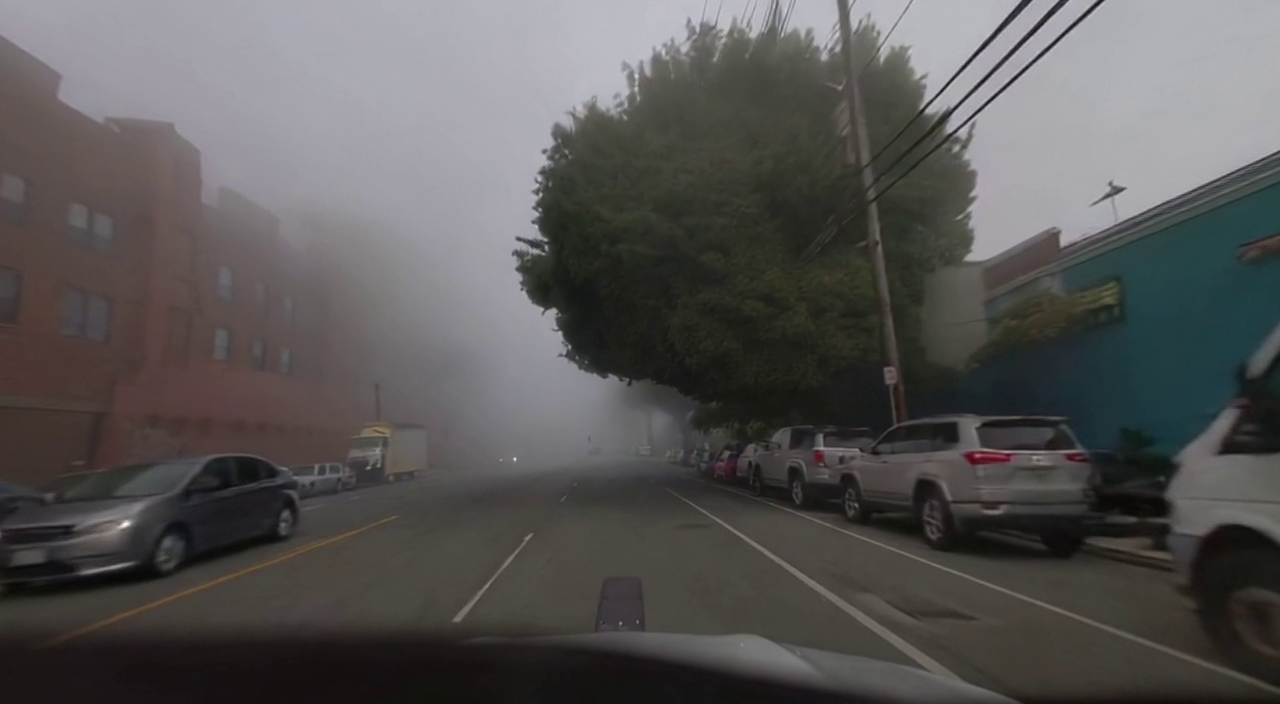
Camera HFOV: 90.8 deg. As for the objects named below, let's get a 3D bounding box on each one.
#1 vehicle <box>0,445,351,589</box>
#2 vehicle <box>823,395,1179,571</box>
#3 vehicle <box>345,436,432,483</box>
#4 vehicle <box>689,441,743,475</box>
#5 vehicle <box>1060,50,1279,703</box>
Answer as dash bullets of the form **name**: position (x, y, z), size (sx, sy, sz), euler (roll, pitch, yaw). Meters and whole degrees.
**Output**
- **vehicle**: position (-5.986, 2.063, 8.912), size (1.925, 1.479, 4.444), euler (0, -8, -3)
- **vehicle**: position (4.499, 1.727, 9.171), size (1.897, 1.804, 5.164), euler (0, -8, -3)
- **vehicle**: position (-12.545, 5.430, 31.955), size (2.236, 2.057, 5.416), euler (-2, -10, -1)
- **vehicle**: position (3.540, 4.988, 29.995), size (1.805, 1.504, 4.089), euler (0, -8, -4)
- **vehicle**: position (4.666, -0.214, 0.624), size (2.815, 3.203, 7.558), euler (0, -8, -4)
